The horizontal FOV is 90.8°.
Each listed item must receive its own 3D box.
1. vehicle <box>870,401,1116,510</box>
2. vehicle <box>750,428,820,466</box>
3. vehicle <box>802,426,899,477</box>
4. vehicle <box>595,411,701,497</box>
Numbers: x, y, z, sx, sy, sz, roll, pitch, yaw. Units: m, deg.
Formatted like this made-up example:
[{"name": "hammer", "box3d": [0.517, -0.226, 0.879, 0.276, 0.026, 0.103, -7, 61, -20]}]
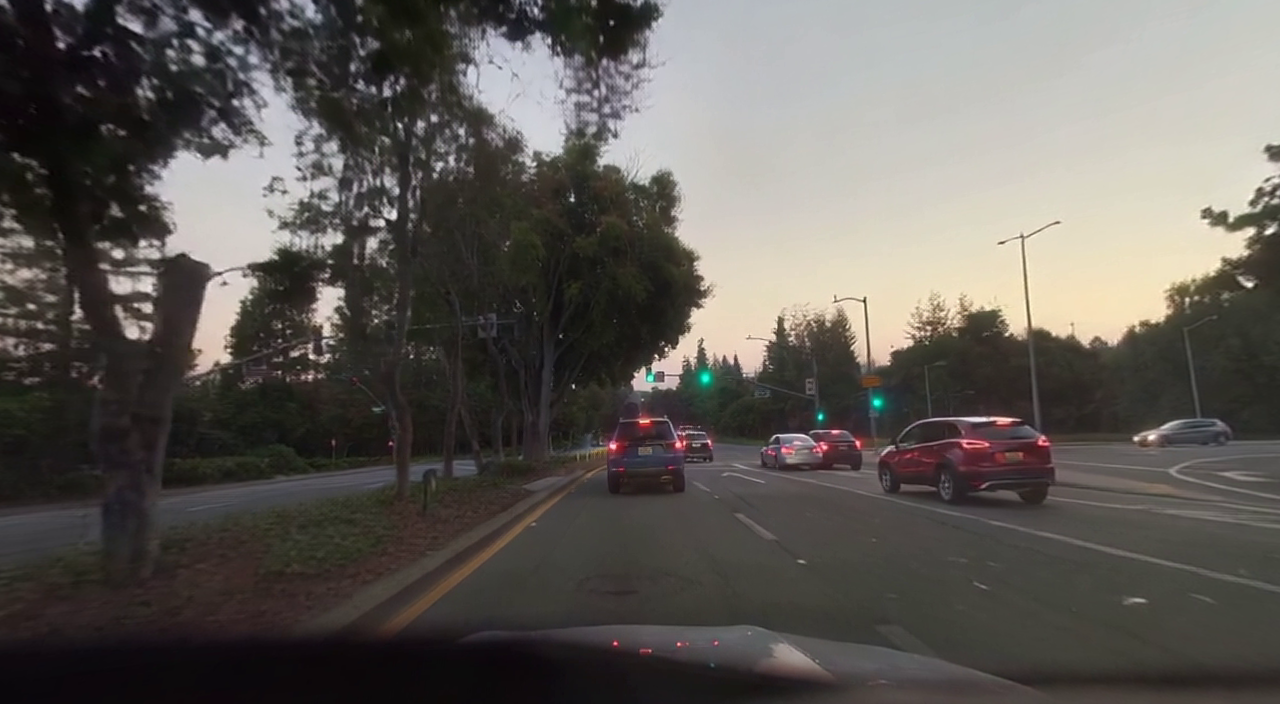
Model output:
[{"name": "vehicle", "box3d": [7.126, 2.202, 13.728, 2.251, 1.873, 5.346, 0, -9, 0]}, {"name": "vehicle", "box3d": [7.377, 4.919, 32.803, 2.440, 1.775, 4.791, 0, -9, -1]}, {"name": "vehicle", "box3d": [7.360, 3.540, 22.587, 2.025, 1.642, 4.189, 0, -9, 0]}, {"name": "vehicle", "box3d": [0.166, 2.570, 16.157, 2.353, 1.894, 4.122, 0, -9, 0]}]
